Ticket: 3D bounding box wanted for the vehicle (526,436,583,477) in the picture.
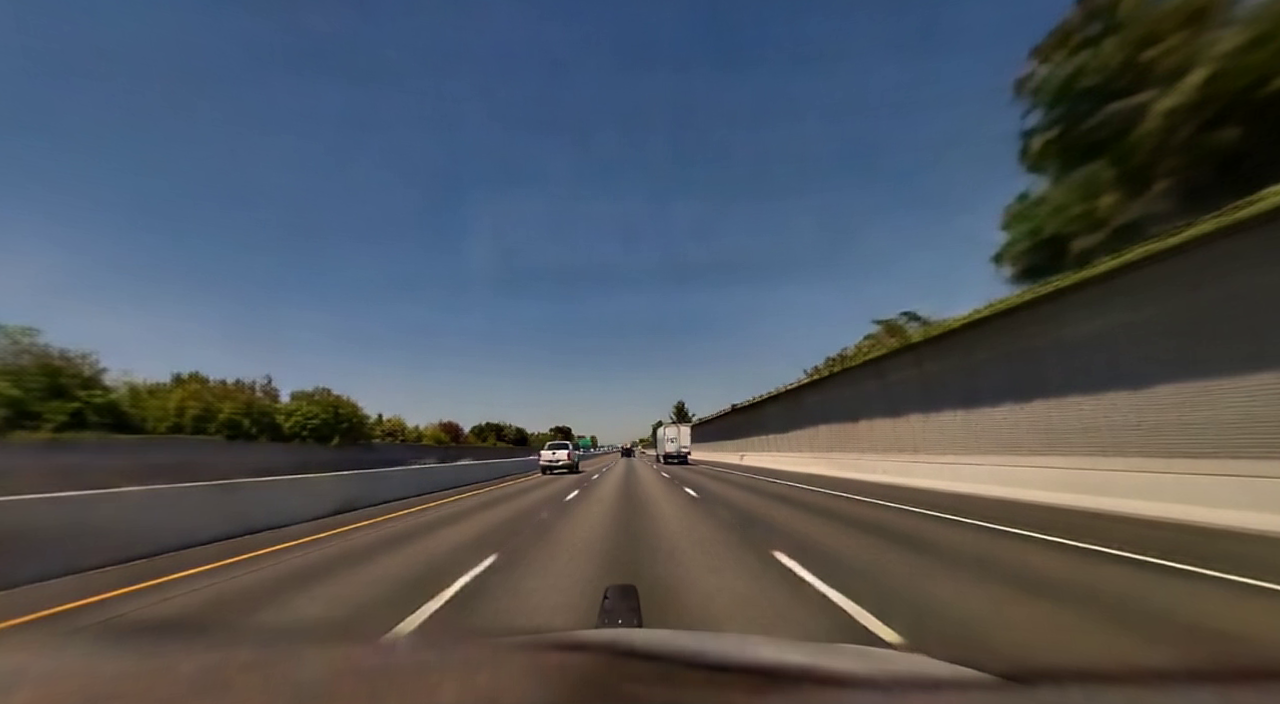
[{"bbox_3d":[-4.137,5.155,31.173,2.173,1.857,4.800,0,-9,0],"label":"vehicle"}]
